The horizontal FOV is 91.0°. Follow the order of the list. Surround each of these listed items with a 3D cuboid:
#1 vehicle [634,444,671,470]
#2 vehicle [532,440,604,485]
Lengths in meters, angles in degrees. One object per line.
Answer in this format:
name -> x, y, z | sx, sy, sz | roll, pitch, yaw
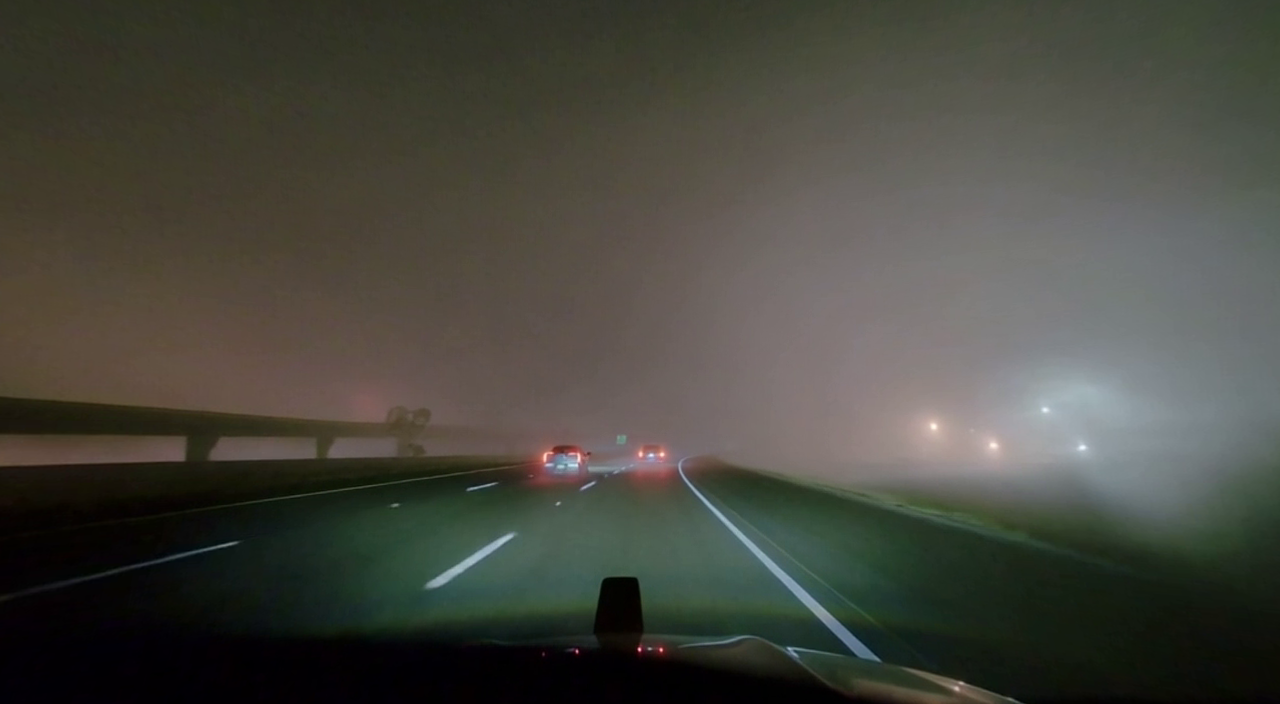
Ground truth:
vehicle -> 0.793, 6.455, 38.963 | 2.129, 1.502, 4.321 | -1, -9, 2
vehicle -> -2.660, 4.264, 24.489 | 2.129, 1.563, 4.387 | -1, -9, 2
